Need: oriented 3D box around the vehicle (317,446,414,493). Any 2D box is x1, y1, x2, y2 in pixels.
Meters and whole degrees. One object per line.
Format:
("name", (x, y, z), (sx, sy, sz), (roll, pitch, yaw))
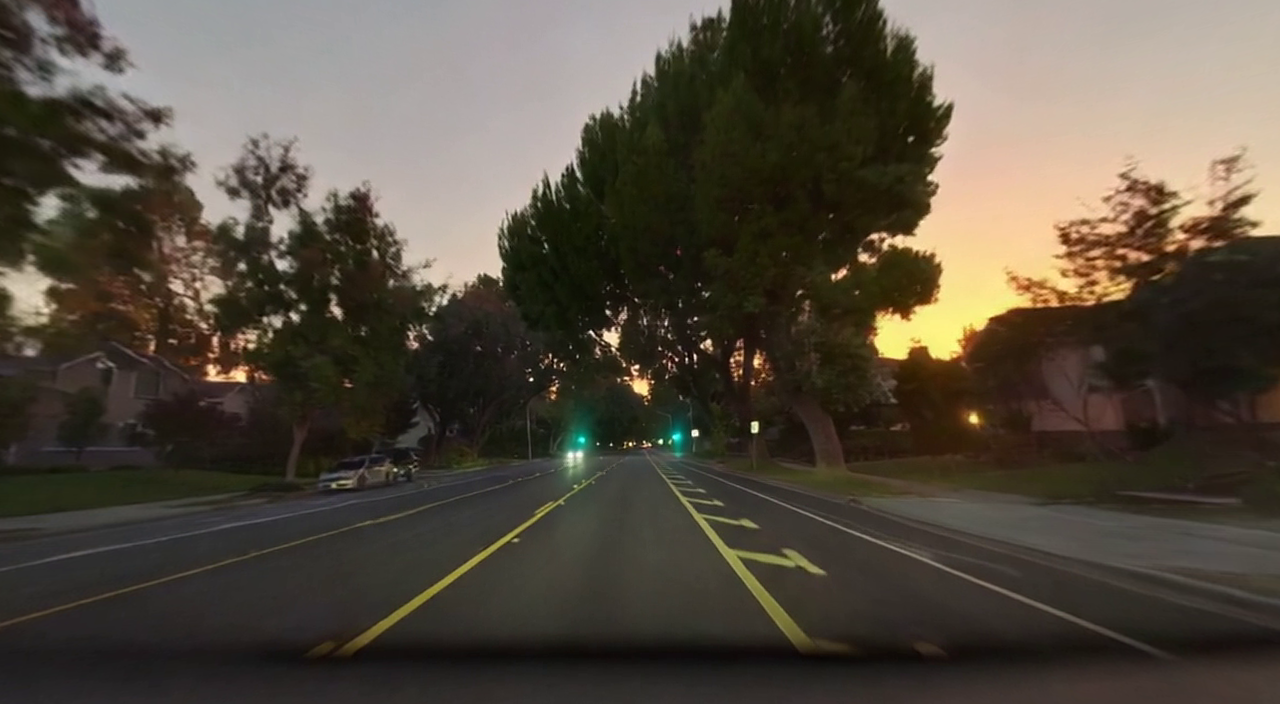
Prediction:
("vehicle", (-11.615, 5.002, 27.142), (2.047, 1.710, 4.473), (-3, -9, 2))
